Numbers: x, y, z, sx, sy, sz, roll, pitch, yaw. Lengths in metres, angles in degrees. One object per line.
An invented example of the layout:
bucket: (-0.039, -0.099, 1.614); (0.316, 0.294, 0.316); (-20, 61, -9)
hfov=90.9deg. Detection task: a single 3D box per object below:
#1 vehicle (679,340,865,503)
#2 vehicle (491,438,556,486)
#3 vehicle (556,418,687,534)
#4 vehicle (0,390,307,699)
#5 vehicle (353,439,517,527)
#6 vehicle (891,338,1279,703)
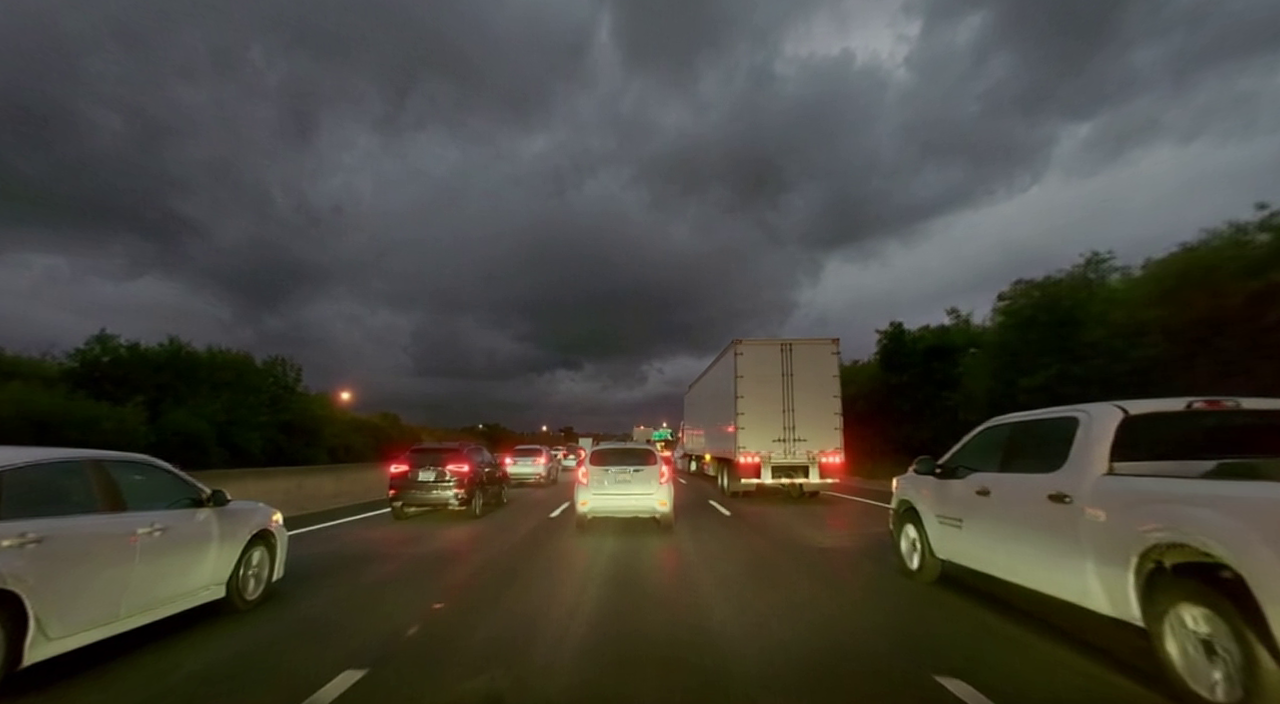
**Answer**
vehicle: (3.807, 2.931, 23.718); (3.186, 4.111, 15.553); (0, -9, -2)
vehicle: (-4.729, 4.513, 26.114); (1.959, 1.808, 3.790); (0, -9, 0)
vehicle: (-0.303, 2.272, 12.026); (2.037, 1.792, 4.194); (0, -9, 0)
vehicle: (-4.288, 1.184, 4.369); (1.789, 1.620, 3.841); (0, -9, 1)
vehicle: (-3.984, 2.612, 13.131); (1.923, 1.503, 4.293); (0, -9, 1)
vehicle: (3.638, 1.062, 4.065); (2.076, 1.751, 4.666); (0, -9, 0)
